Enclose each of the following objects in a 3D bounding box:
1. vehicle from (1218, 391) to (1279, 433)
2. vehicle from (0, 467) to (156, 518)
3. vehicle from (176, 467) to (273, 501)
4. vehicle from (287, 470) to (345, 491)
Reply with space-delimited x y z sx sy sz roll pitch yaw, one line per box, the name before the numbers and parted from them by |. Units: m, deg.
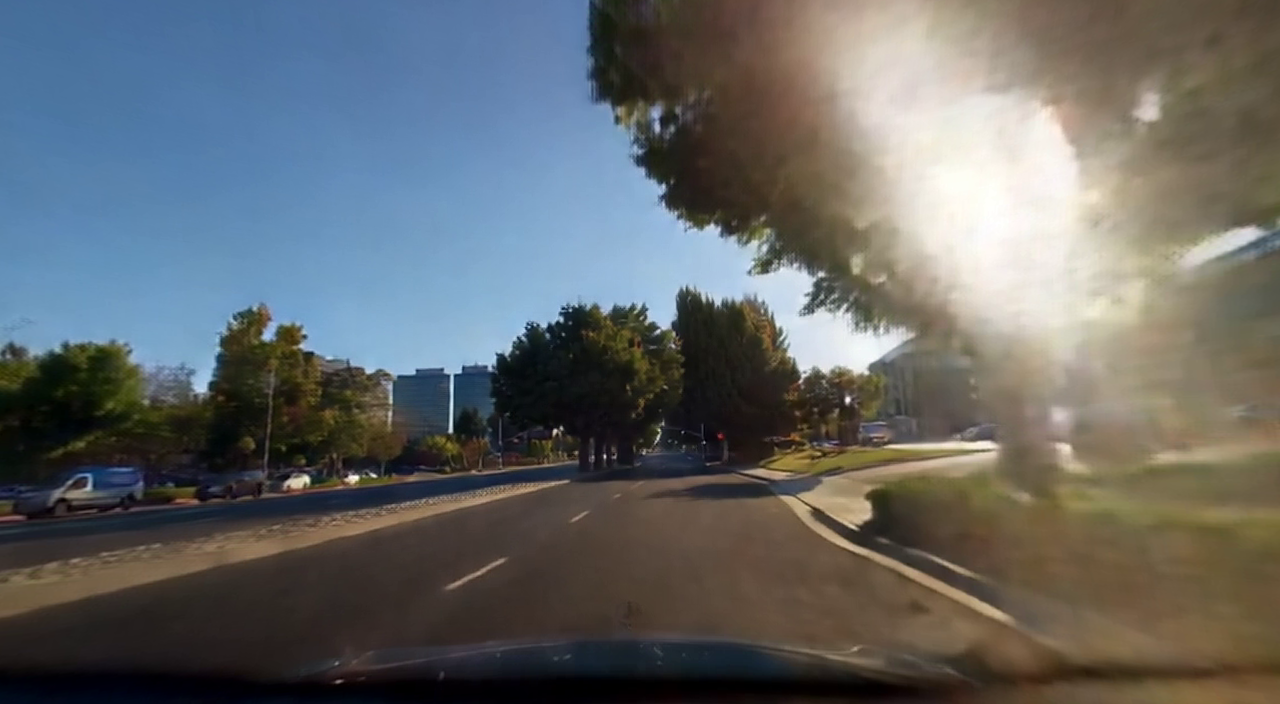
vehicle | 24.884 2.320 24.977 3.335 1.398 1.535 -2 -11 -26
vehicle | -23.281 5.756 26.165 1.967 1.683 5.223 -7 -10 5
vehicle | -22.501 7.151 34.394 1.918 1.503 4.632 -6 -10 4
vehicle | -24.381 9.670 47.546 1.827 1.370 4.191 -1 -9 6
